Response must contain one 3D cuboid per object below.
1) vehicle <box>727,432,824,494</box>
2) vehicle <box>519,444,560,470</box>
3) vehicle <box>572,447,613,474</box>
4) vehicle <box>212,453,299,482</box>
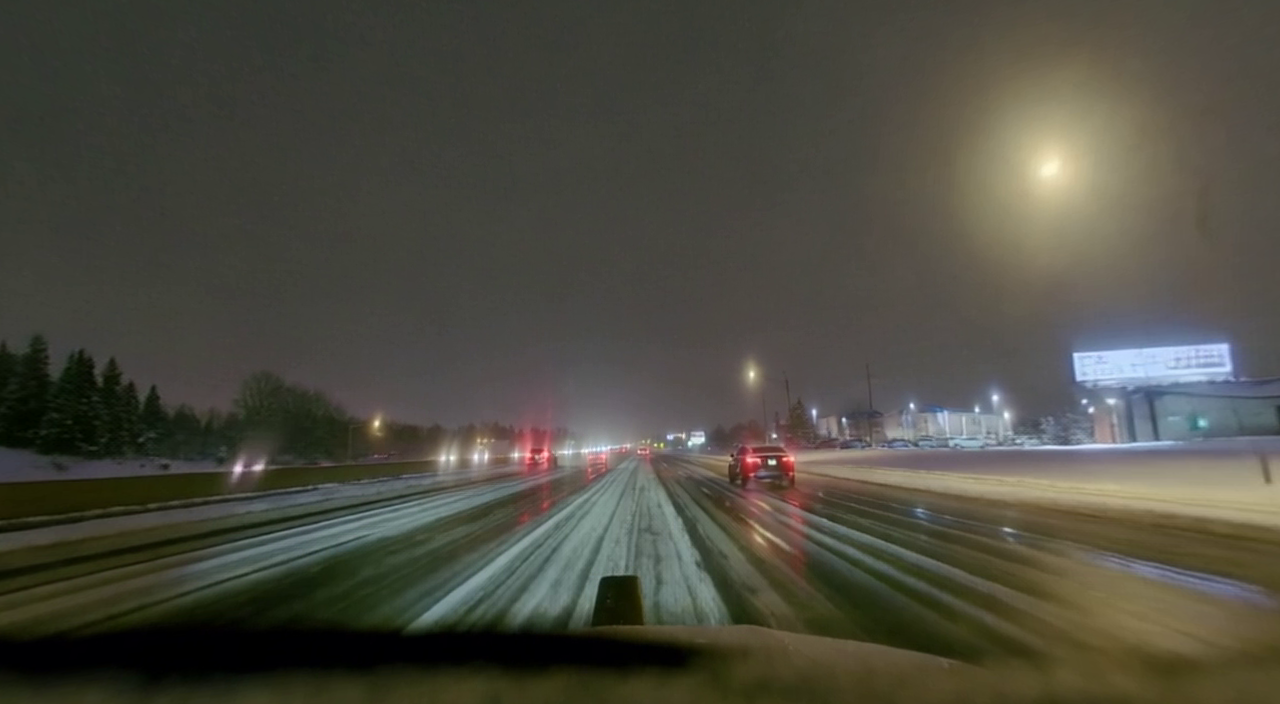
[{"bbox_3d":[4.309,3.613,20.836,2.109,1.764,4.704,0,-9,0],"label":"vehicle"},{"bbox_3d":[-7.337,7.695,46.327,2.112,1.813,4.716,0,-9,1],"label":"vehicle"},{"bbox_3d":[-2.812,6.557,38.417,2.139,1.510,4.506,0,-9,0],"label":"vehicle"},{"bbox_3d":[-27.537,8.265,45.456,2.349,1.847,6.197,0,-9,0],"label":"vehicle"}]
